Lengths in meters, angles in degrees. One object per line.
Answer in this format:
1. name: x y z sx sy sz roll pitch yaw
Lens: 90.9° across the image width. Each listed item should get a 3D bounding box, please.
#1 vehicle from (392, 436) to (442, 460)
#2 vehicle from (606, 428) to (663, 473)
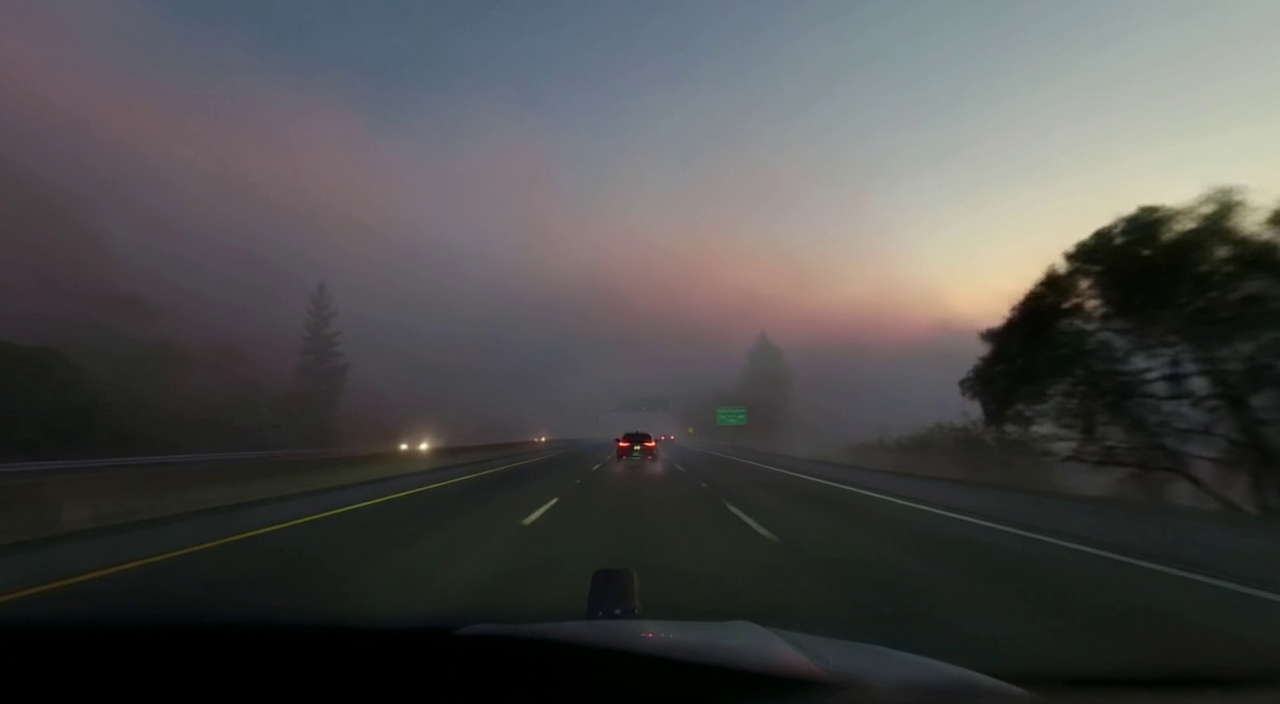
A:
1. vehicle: -15.914 6.858 45.302 1.992 1.625 4.290 0 -8 0
2. vehicle: -0.226 3.826 24.771 2.094 1.600 3.666 0 -8 -1
